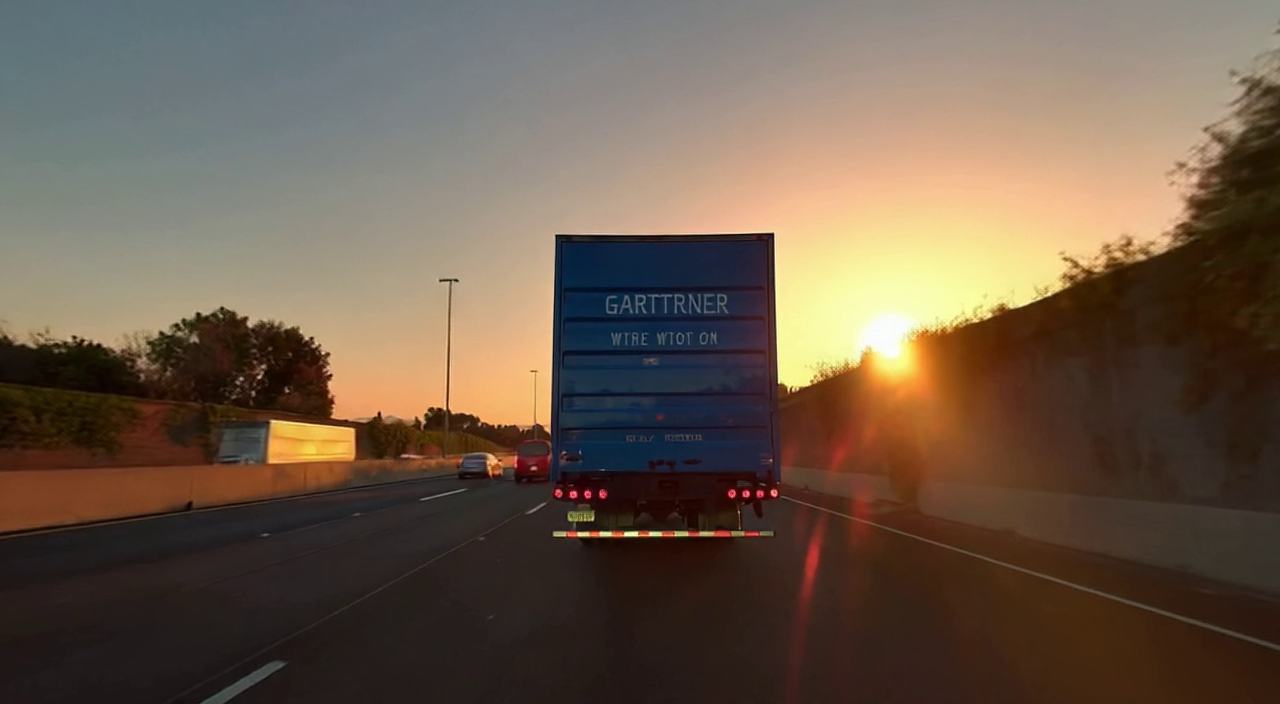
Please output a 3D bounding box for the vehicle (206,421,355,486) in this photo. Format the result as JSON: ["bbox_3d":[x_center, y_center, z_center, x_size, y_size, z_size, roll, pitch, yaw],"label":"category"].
[{"bbox_3d":[-25.485,7.406,46.239,2.807,3.948,13.958,0,-9,0],"label":"vehicle"}]

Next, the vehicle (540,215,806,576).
[{"bbox_3d":[0.441,1.227,12.294,2.853,4.054,10.557,0,-9,1],"label":"vehicle"}]

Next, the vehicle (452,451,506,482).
[{"bbox_3d":[-8.234,5.844,32.495,1.828,1.502,3.385,0,-9,1],"label":"vehicle"}]

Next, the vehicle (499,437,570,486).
[{"bbox_3d":[-4.649,4.922,28.554,2.293,2.015,4.915,0,-9,1],"label":"vehicle"}]
